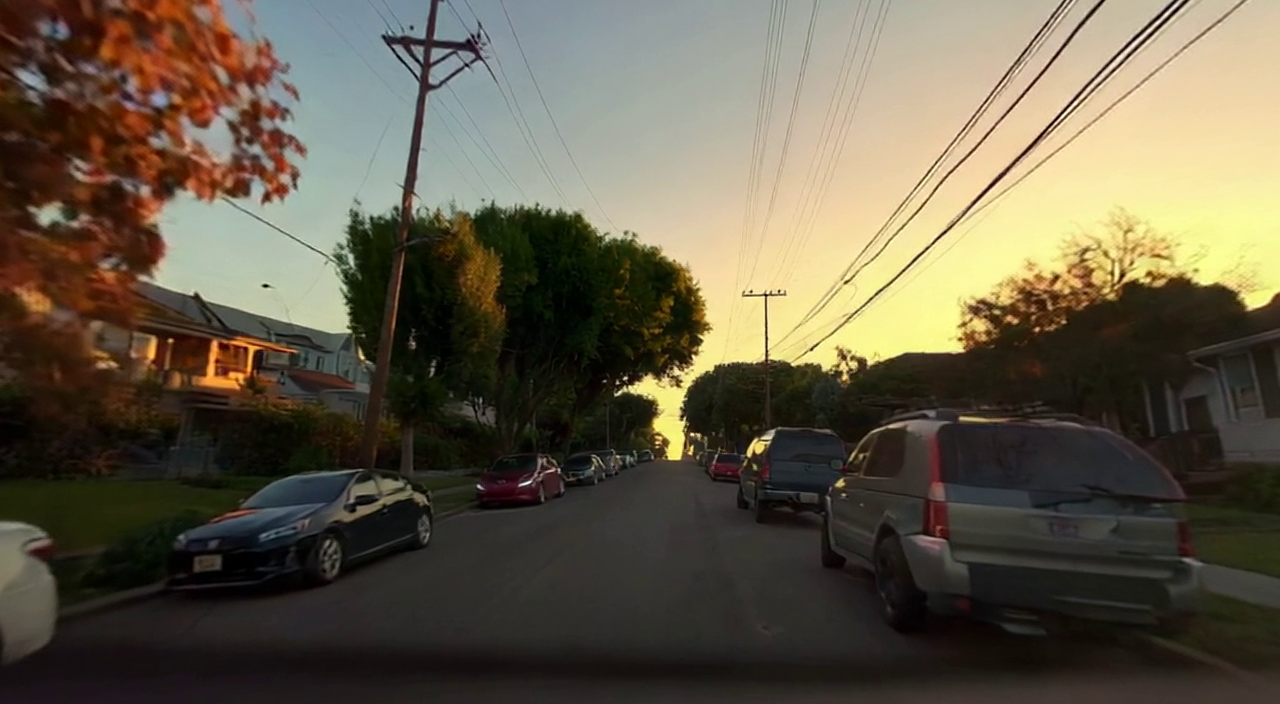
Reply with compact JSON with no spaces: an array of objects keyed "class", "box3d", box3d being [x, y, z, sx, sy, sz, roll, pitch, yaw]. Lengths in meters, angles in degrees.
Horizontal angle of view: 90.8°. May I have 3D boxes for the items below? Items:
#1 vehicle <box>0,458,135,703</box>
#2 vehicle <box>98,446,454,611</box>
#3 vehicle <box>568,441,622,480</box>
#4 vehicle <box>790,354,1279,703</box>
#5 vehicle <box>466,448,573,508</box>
[{"class":"vehicle","box3d":[-4.582,1.130,2.164,1.932,1.431,4.198,-1,-8,7]},{"class":"vehicle","box3d":[-4.175,2.014,8.272,1.796,1.532,4.244,-1,-8,6]},{"class":"vehicle","box3d":[-2.350,5.855,34.394,2.280,1.953,5.092,-1,-8,3]},{"class":"vehicle","box3d":[2.717,1.276,5.437,1.992,1.853,4.704,-1,-8,4]},{"class":"vehicle","box3d":[-3.425,3.672,18.989,1.988,1.541,4.686,-1,-8,4]}]
